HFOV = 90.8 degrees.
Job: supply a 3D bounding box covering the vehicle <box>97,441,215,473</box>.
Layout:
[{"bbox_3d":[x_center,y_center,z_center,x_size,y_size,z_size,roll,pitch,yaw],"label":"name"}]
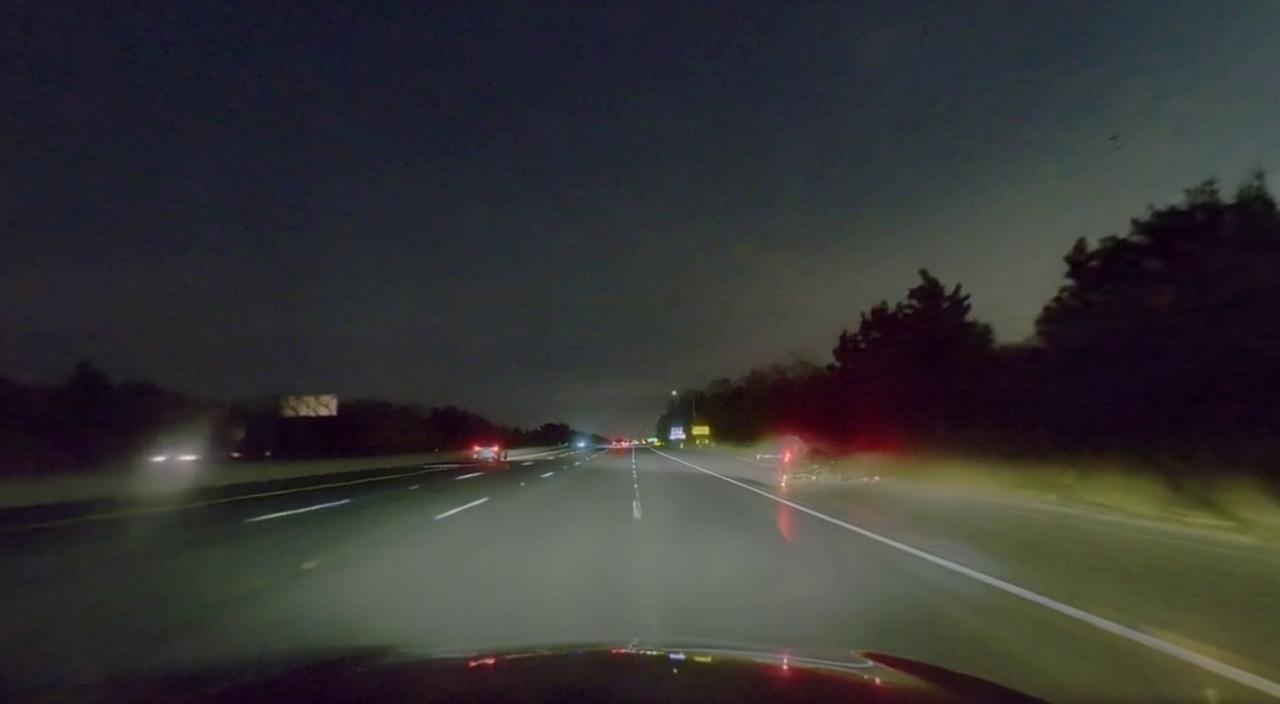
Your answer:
[{"bbox_3d":[-27.380,5.946,36.049,2.174,1.694,5.802,0,-8,-1],"label":"vehicle"}]
